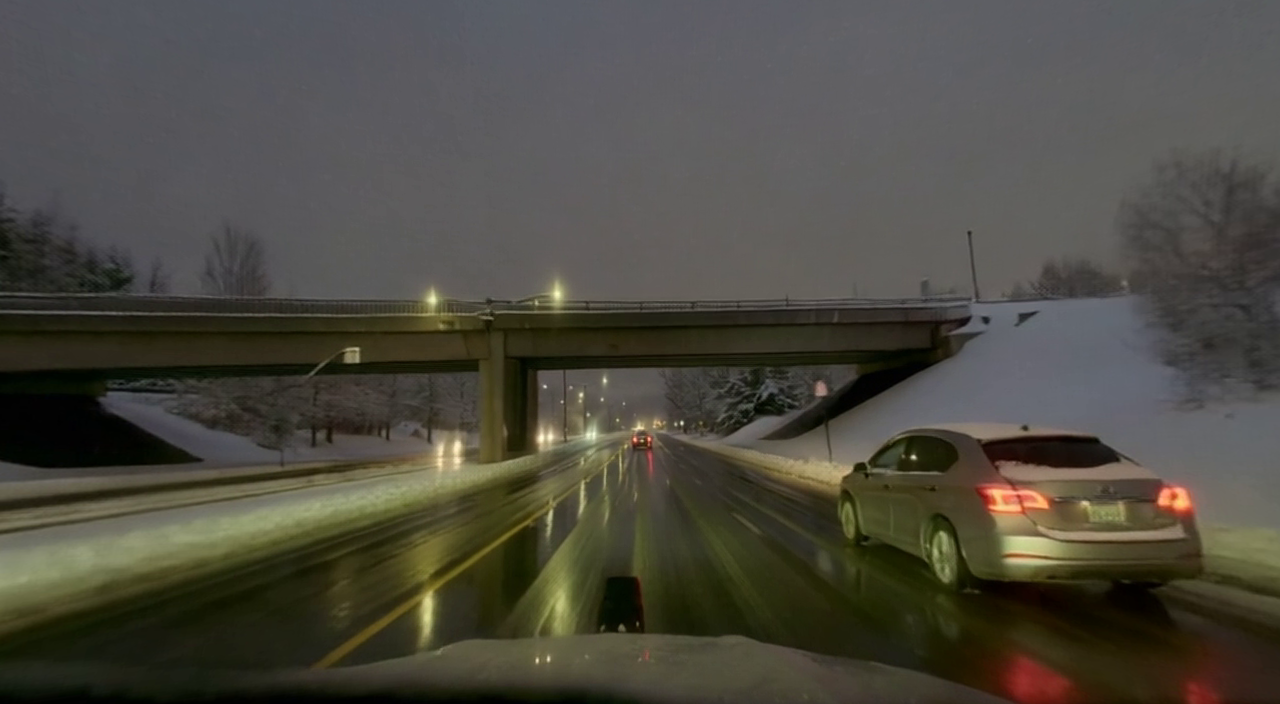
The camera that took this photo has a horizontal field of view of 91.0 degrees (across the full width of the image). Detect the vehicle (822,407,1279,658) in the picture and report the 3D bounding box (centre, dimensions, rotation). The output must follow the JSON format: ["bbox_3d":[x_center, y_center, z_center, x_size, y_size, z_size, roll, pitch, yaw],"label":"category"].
[{"bbox_3d":[3.486,1.461,6.196,2.063,1.542,4.420,0,-9,0],"label":"vehicle"}]
